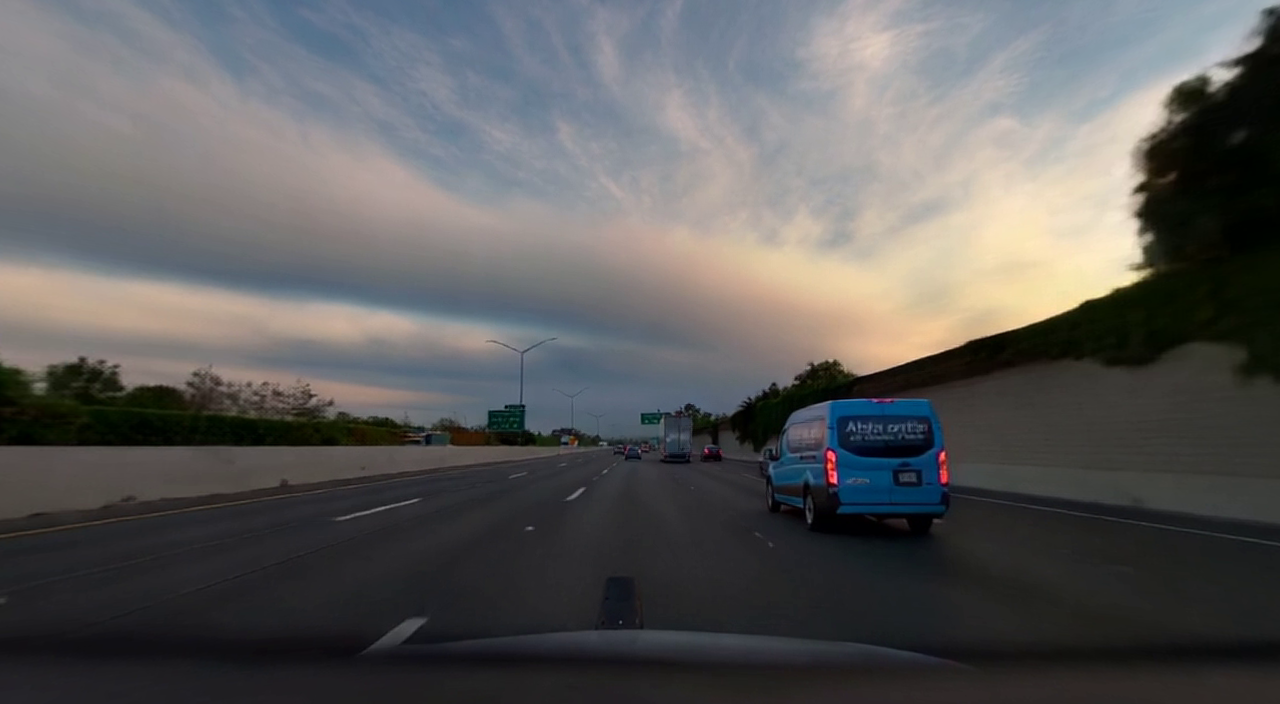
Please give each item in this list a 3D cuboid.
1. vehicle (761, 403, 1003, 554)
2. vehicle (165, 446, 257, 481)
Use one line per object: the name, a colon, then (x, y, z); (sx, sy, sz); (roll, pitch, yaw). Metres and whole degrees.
vehicle: (3.604, 2.009, 10.657); (2.035, 1.931, 4.841); (0, -9, -1)
vehicle: (-17.805, 4.606, 26.411); (1.479, 1.355, 3.347); (0, -9, 0)
